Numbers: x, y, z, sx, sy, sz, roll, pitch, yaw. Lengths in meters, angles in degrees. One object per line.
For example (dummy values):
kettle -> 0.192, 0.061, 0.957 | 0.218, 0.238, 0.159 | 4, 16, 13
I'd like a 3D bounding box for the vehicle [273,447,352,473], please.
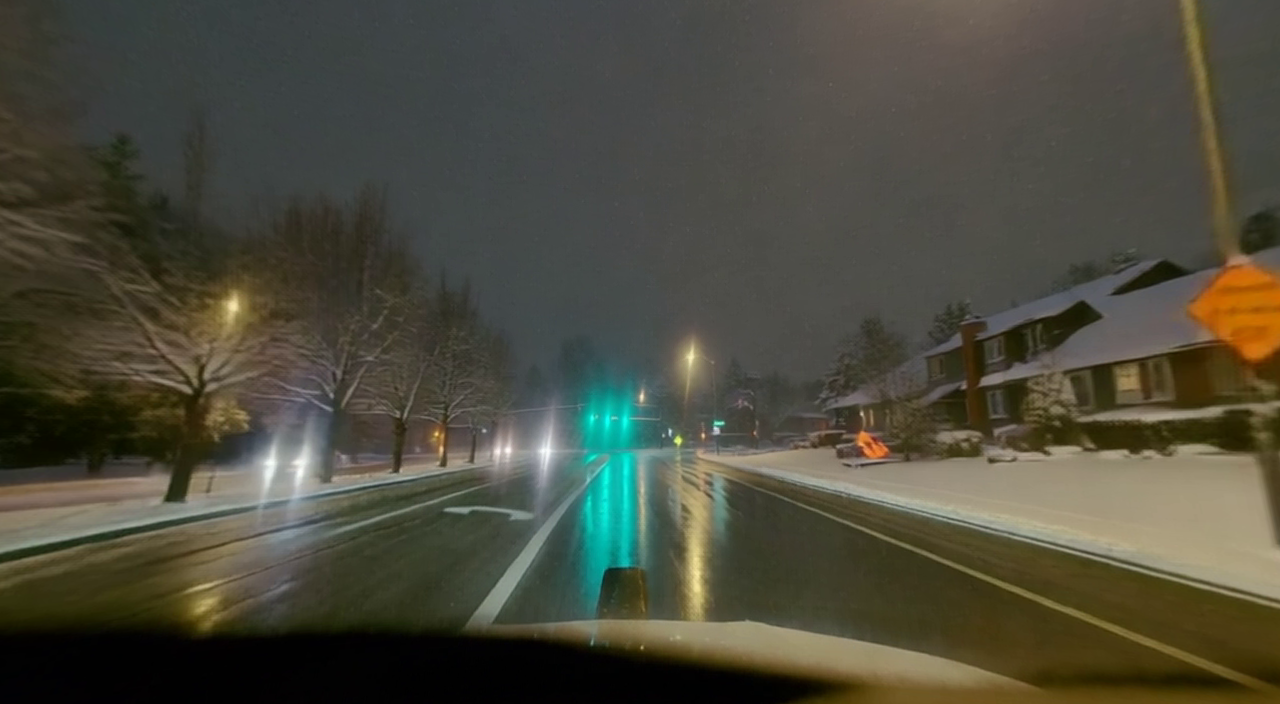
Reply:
vehicle -> -19.813, 6.533, 38.420 | 2.042, 1.484, 4.950 | 0, -8, 2
